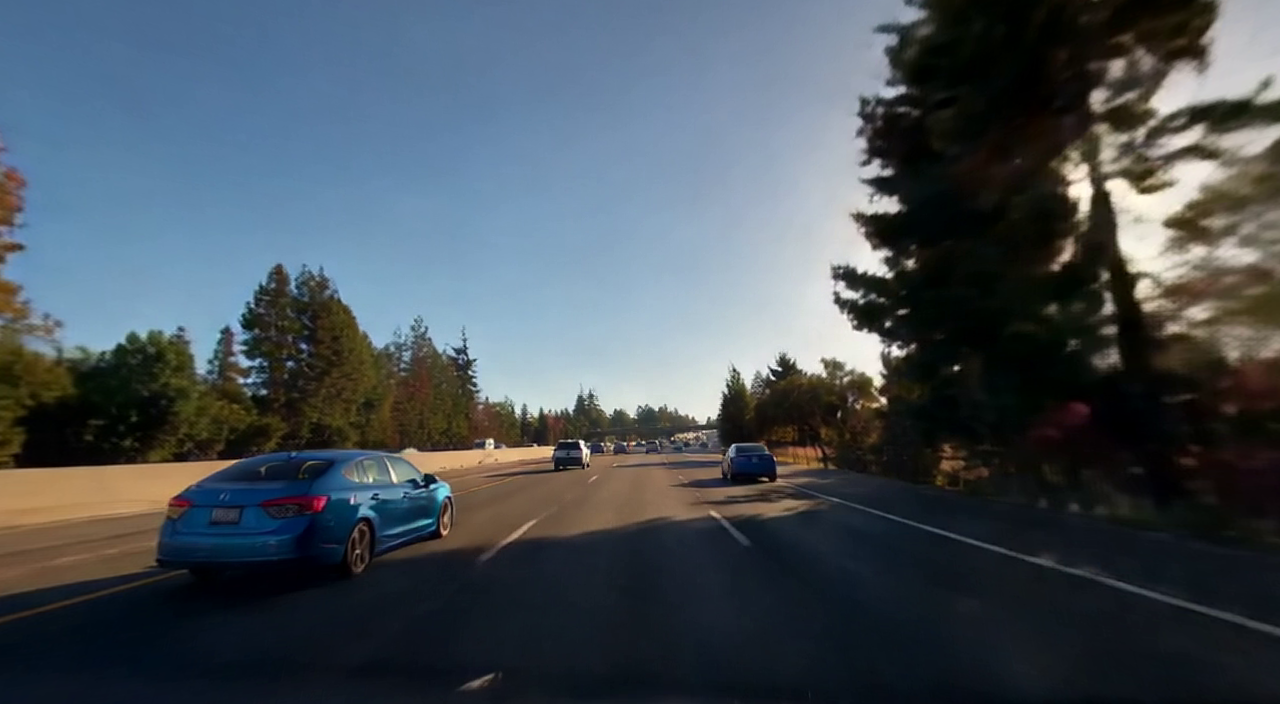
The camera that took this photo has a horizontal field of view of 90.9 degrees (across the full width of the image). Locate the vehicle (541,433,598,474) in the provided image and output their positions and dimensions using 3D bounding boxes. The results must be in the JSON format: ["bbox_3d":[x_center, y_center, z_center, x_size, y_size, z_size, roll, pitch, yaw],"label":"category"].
[{"bbox_3d":[-3.369,4.982,31.079,2.122,1.847,4.696,0,-8,2],"label":"vehicle"}]

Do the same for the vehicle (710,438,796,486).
[{"bbox_3d":[3.751,3.761,21.841,2.100,1.472,4.533,0,-8,-1],"label":"vehicle"}]

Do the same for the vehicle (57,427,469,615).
[{"bbox_3d":[-3.625,1.677,7.308,1.948,1.475,4.461,0,-8,1],"label":"vehicle"}]
